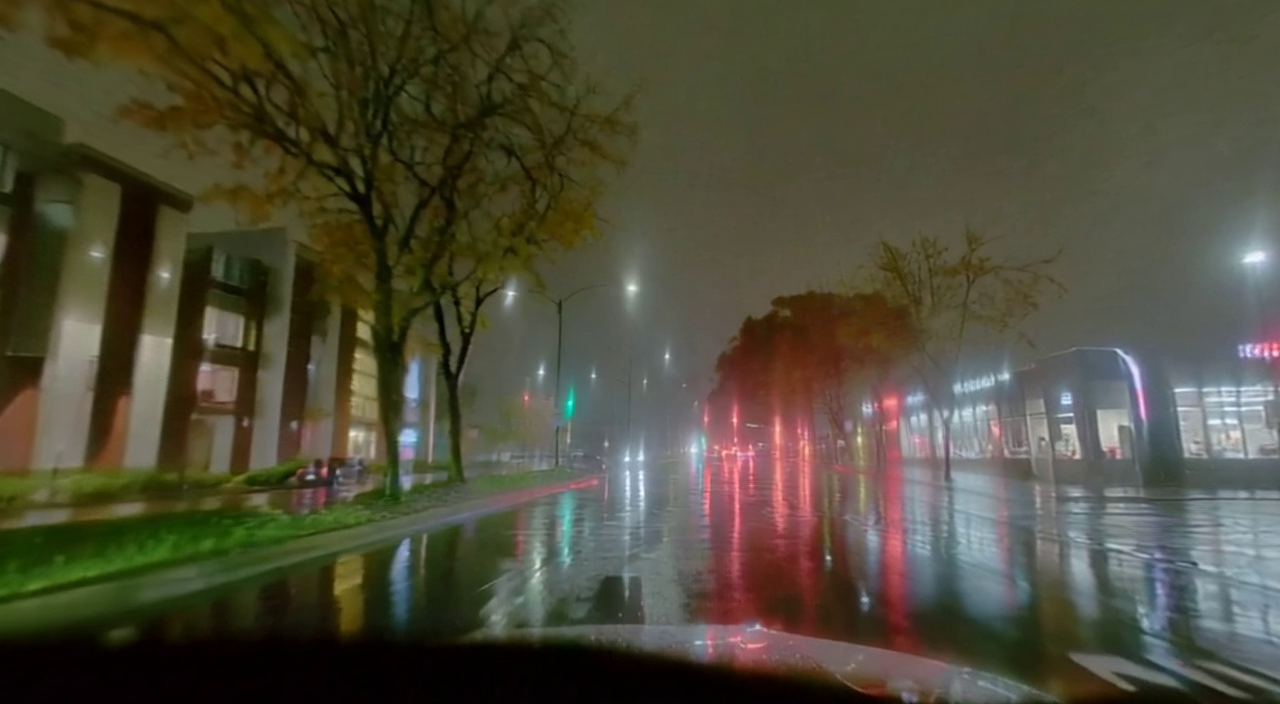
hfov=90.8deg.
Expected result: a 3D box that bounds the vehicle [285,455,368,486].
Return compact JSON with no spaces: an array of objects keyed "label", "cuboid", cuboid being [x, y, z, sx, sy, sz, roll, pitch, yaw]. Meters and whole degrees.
[{"label":"vehicle","cuboid":[-16.888,6.404,34.335,1.840,1.440,4.442,-3,-9,7]}]
